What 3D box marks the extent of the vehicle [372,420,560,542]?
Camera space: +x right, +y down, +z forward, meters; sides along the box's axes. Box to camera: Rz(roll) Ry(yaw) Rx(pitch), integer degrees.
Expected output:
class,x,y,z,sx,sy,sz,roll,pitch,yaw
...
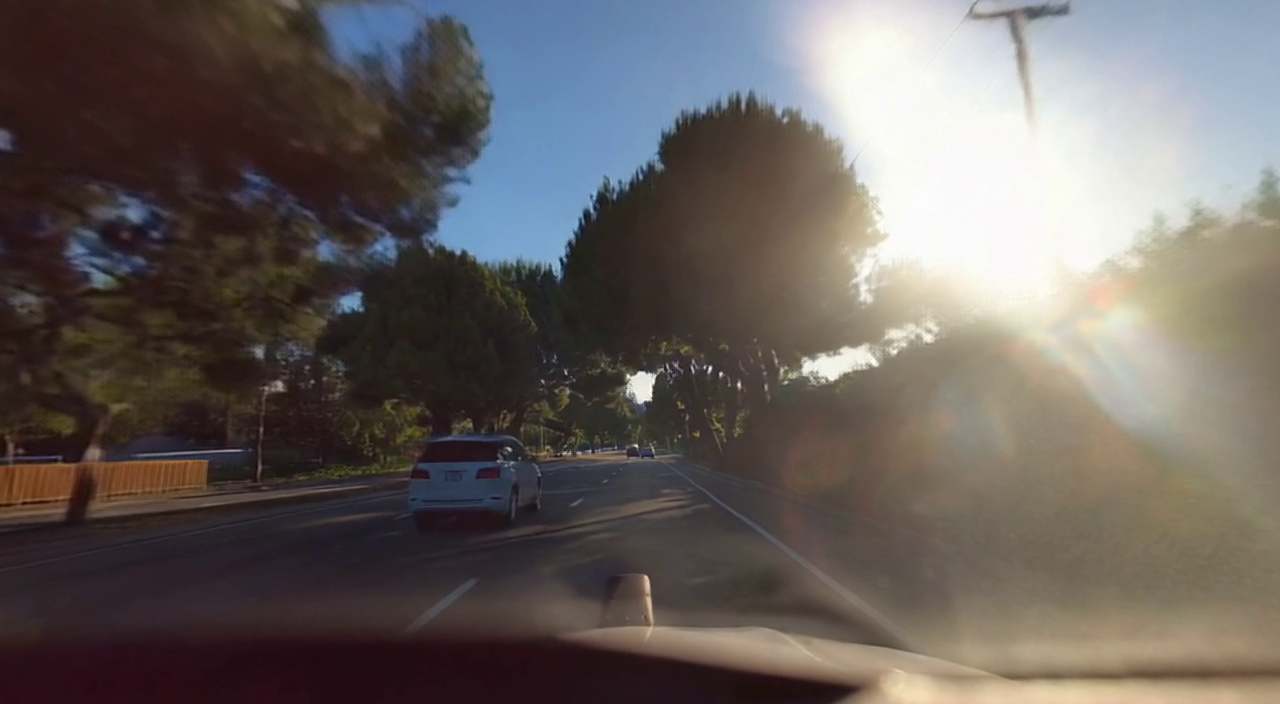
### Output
class,x,y,z,sx,sy,sz,roll,pitch,yaw
vehicle,-2.987,2.335,12.120,2.160,1.855,4.695,0,-8,1
